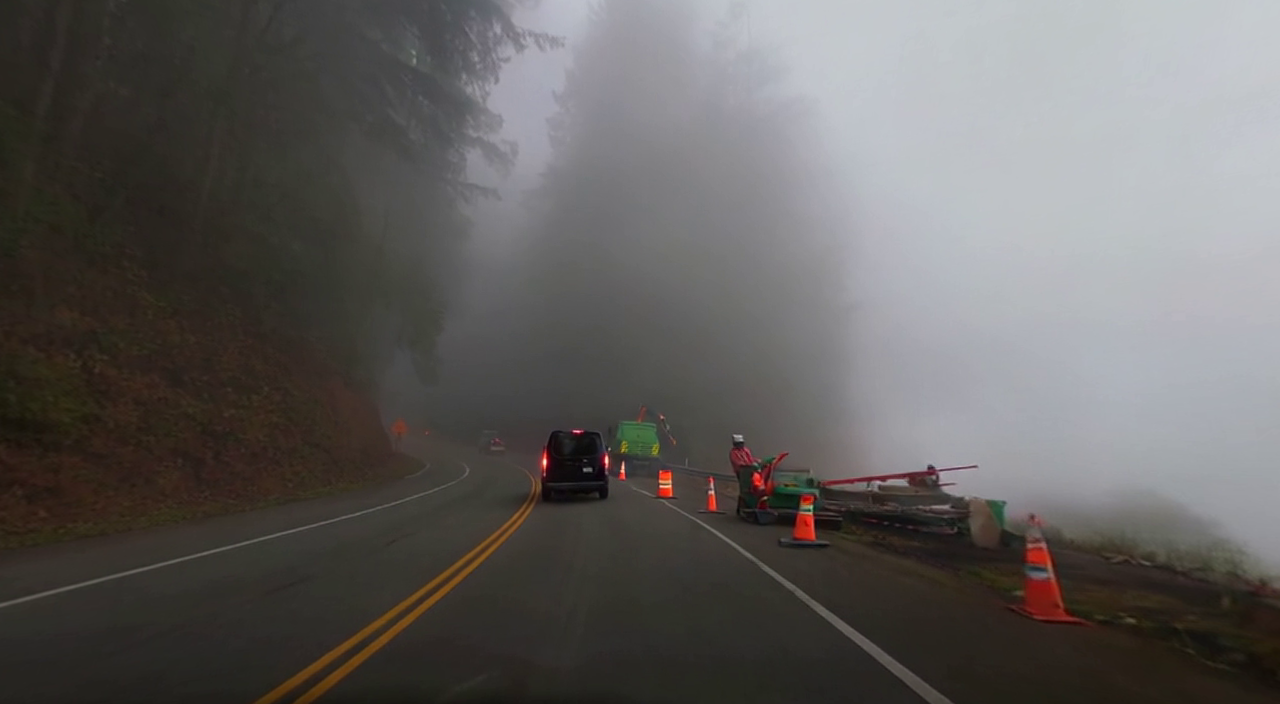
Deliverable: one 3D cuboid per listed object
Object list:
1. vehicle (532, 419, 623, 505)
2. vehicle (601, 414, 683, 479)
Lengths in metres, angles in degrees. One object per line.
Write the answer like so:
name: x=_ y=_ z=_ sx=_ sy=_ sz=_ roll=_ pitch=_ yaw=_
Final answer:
vehicle: x=-1.966 y=3.252 z=19.069 sx=2.362 sy=2.223 sz=4.892 roll=1 pitch=-9 yaw=-8
vehicle: x=-0.151 y=5.459 z=36.864 sx=3.126 sy=3.310 sz=8.534 roll=1 pitch=-8 yaw=-11
